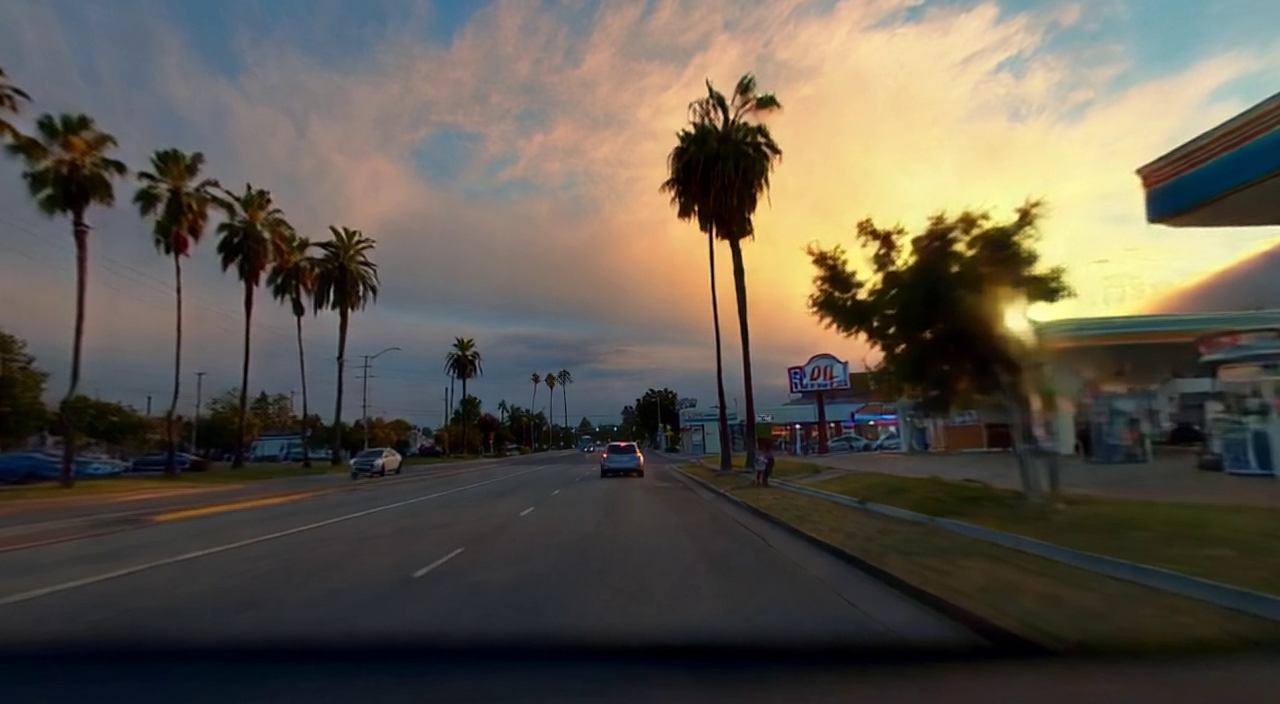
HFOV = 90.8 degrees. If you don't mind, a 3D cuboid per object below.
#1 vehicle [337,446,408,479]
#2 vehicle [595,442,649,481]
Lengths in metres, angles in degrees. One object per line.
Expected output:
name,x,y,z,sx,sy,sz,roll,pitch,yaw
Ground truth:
vehicle,-14.809,6.101,35.209,2.026,1.722,4.463,0,-8,-1
vehicle,-0.715,4.512,26.331,2.076,1.486,4.119,0,-8,-1
